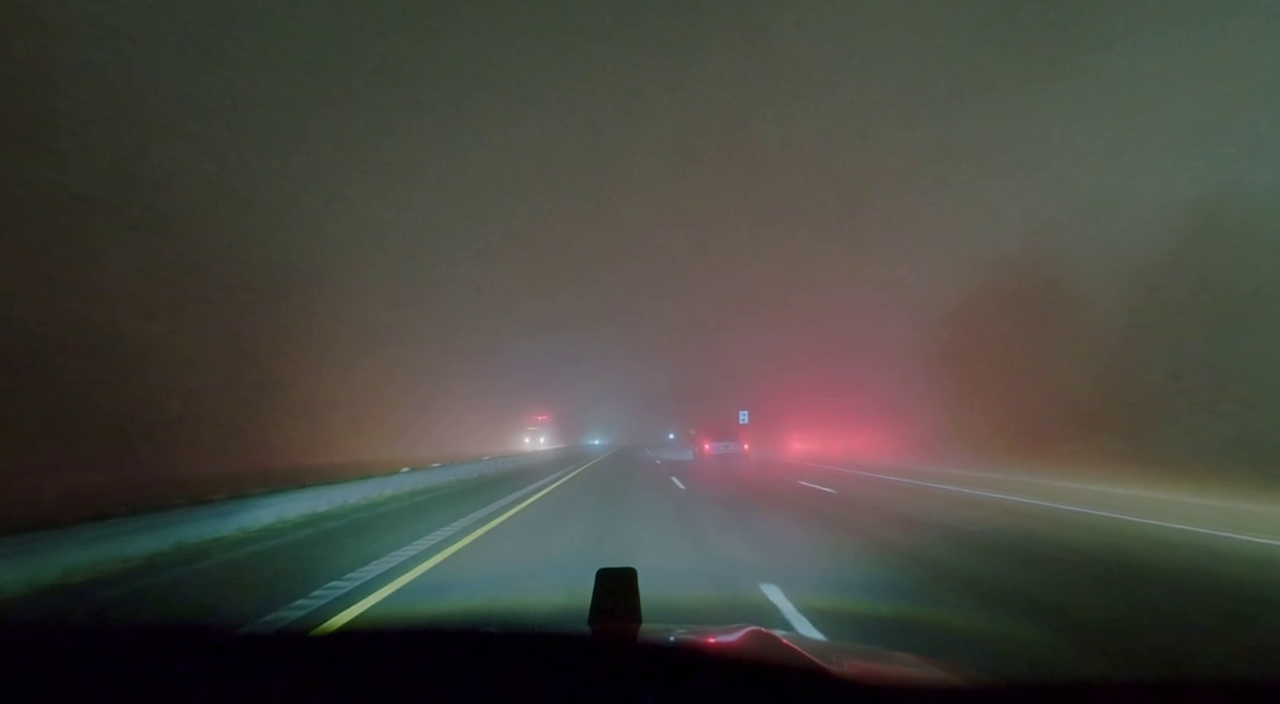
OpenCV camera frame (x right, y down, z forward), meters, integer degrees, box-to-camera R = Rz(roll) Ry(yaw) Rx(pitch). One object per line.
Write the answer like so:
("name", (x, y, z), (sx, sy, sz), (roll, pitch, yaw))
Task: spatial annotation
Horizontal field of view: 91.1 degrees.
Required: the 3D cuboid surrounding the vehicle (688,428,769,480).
("vehicle", (2.924, 3.464, 21.736), (2.084, 1.583, 4.420), (0, -8, -1))
